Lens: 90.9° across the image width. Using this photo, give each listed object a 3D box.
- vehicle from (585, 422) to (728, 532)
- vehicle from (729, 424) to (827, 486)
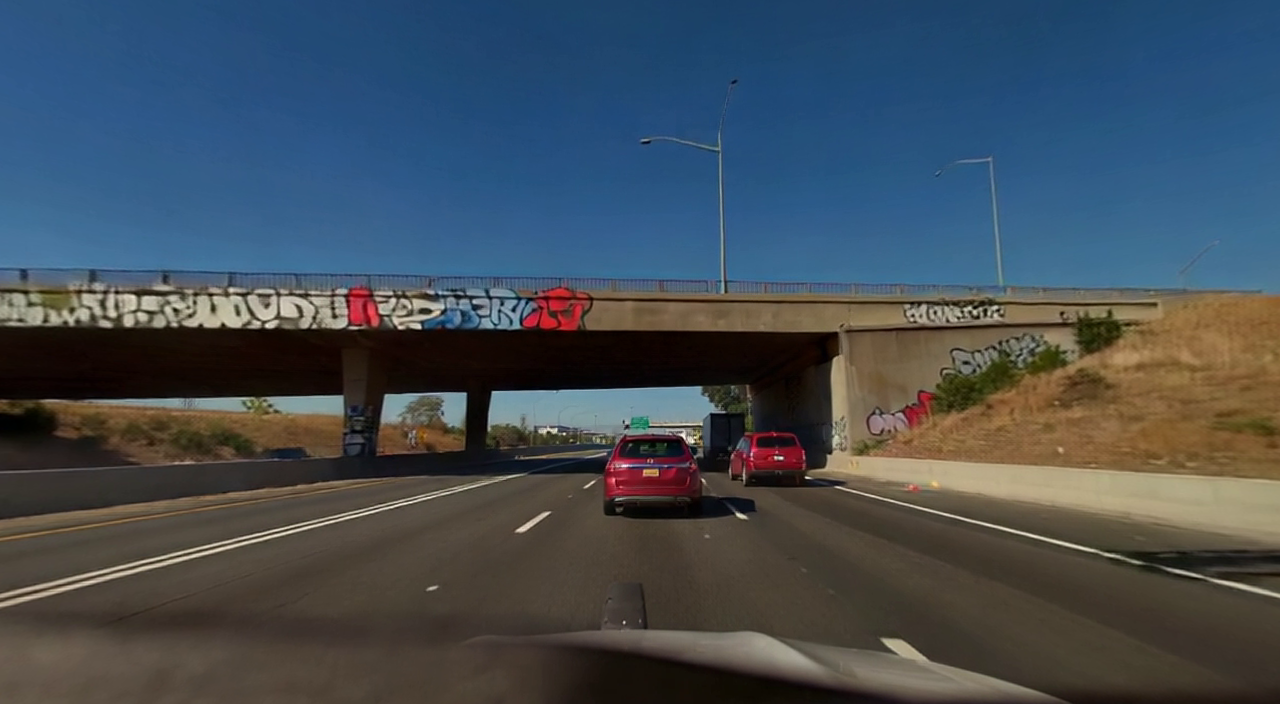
[{"bbox_3d":[0.277,2.215,11.690,2.193,1.651,3.946,0,-8,1],"label":"vehicle"},{"bbox_3d":[4.766,3.690,22.889,2.311,1.922,5.977,0,-8,1],"label":"vehicle"}]
